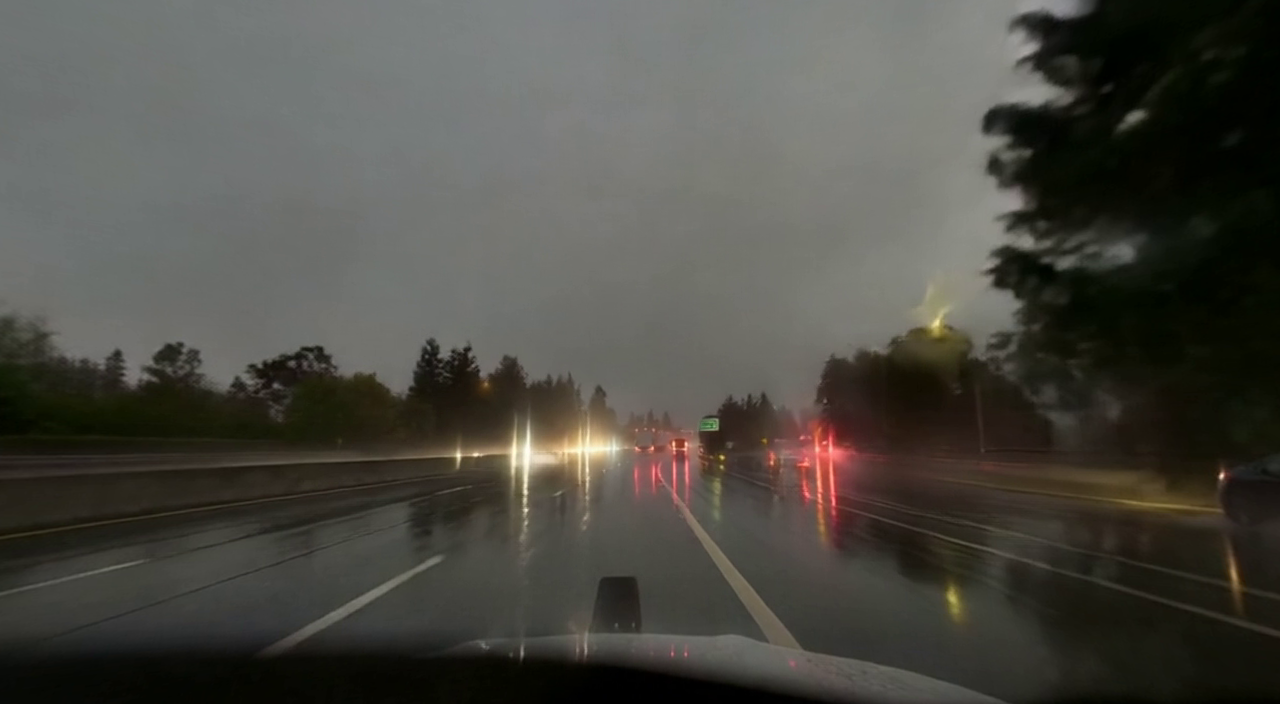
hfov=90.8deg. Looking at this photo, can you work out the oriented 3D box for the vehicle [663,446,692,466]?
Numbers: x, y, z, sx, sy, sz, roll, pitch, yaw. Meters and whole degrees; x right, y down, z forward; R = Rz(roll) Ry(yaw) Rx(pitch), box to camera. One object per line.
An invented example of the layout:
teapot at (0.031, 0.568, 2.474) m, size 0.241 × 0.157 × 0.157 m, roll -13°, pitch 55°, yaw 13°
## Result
vehicle at (2.916, 8.169, 49.749) m, size 2.069 × 1.476 × 4.197 m, roll 0°, pitch -9°, yaw 0°
